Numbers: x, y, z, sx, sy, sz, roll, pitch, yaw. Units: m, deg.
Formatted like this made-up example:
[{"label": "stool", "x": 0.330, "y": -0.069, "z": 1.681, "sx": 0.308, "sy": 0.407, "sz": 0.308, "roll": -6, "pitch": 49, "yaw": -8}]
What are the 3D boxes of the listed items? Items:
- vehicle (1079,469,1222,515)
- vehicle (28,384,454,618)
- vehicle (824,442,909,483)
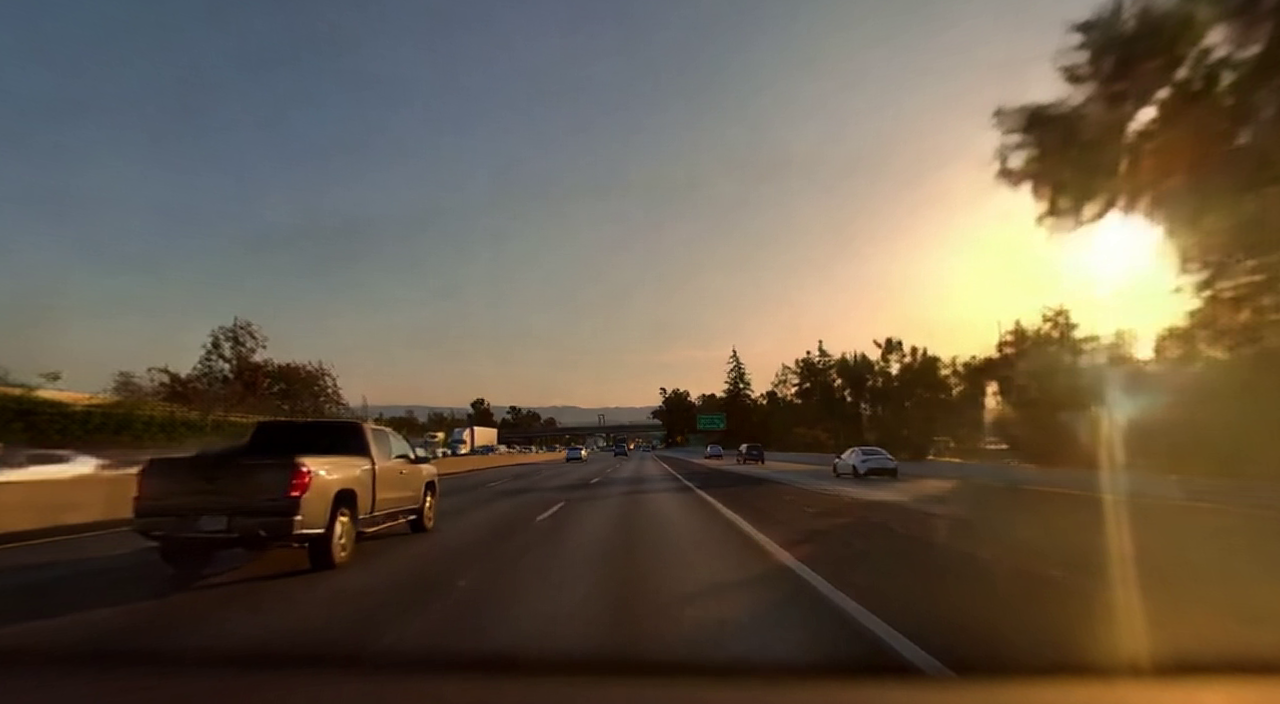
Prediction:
[{"label": "vehicle", "x": 29.365, "y": 8.110, "z": 36.527, "sx": 5.938, "sy": 2.070, "sz": 2.138, "roll": -5, "pitch": -5, "yaw": 11}, {"label": "vehicle", "x": -4.007, "y": 1.584, "z": 7.674, "sx": 1.994, "sy": 1.911, "sz": 4.819, "roll": 0, "pitch": -9, "yaw": 0}, {"label": "vehicle", "x": 9.697, "y": 4.747, "z": 27.389, "sx": 1.971, "sy": 1.638, "sz": 4.295, "roll": 0, "pitch": -9, "yaw": -1}]
